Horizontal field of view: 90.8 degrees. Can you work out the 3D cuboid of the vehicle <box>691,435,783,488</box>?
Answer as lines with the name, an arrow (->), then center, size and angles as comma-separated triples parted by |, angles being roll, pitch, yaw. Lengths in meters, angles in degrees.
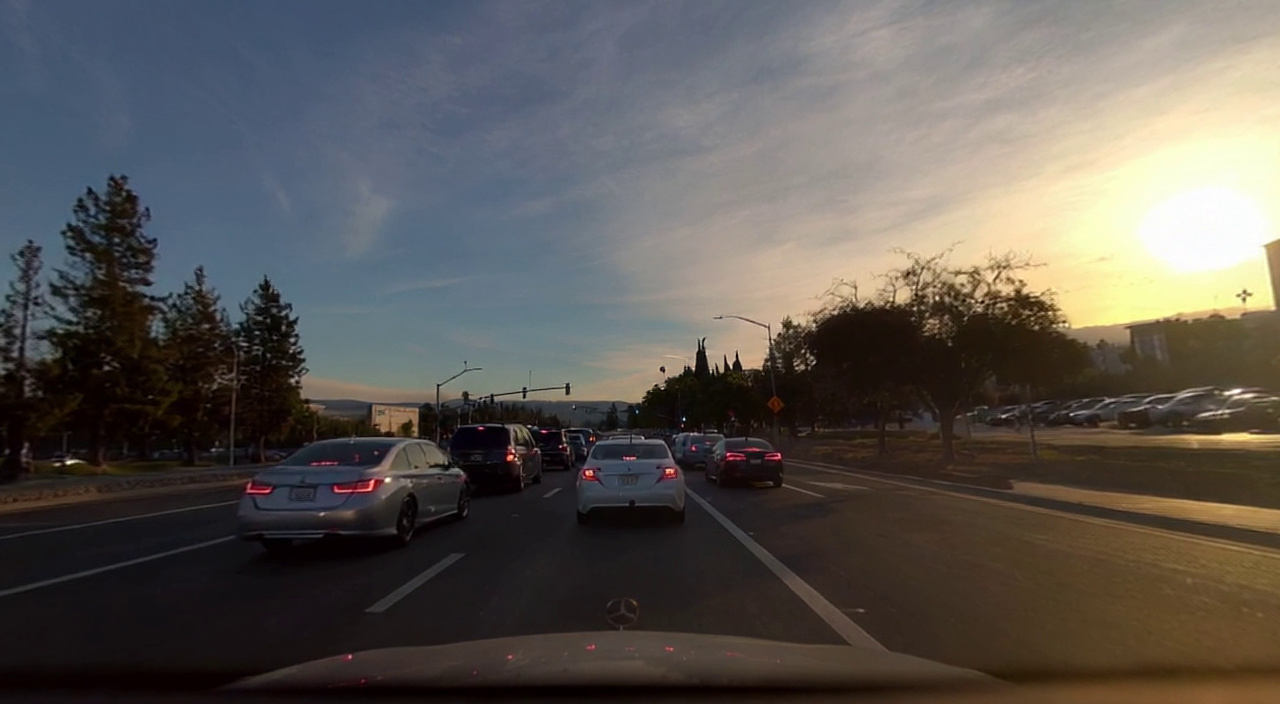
vehicle -> 2.846, 3.341, 19.624 | 1.978, 1.452, 4.381 | 0, -8, -2

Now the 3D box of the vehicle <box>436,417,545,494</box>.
vehicle -> -4.031, 2.890, 17.853 | 2.054, 1.881, 4.469 | 0, -8, -1

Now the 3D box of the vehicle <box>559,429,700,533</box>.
vehicle -> -0.216, 2.142, 11.089 | 2.007, 1.467, 4.059 | 0, -8, -2

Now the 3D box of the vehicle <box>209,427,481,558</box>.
vehicle -> -3.864, 1.904, 9.295 | 1.985, 1.467, 4.224 | 0, -8, 0
